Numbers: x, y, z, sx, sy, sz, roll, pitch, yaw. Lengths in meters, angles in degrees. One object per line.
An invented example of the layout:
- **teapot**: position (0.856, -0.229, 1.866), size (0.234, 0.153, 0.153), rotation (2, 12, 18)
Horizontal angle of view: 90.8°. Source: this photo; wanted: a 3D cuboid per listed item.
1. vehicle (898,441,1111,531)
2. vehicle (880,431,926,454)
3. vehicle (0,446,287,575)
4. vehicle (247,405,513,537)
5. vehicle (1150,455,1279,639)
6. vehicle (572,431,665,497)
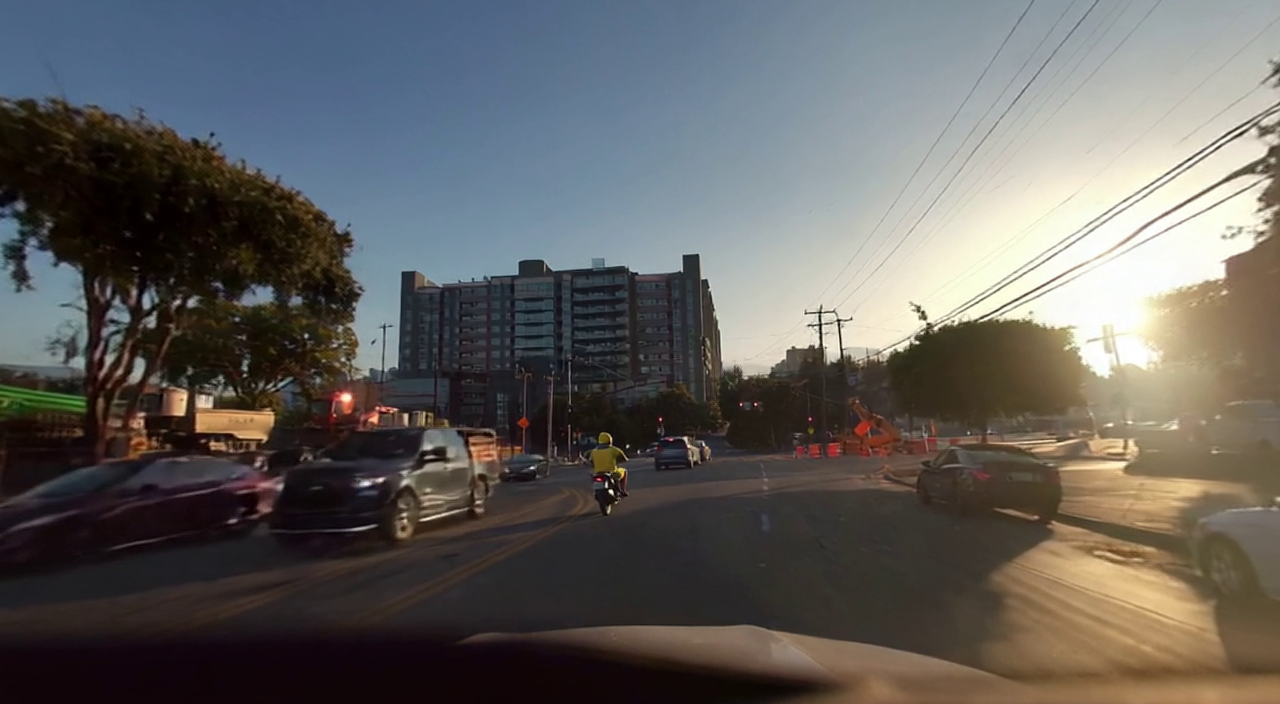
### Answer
- **vehicle**: position (6.940, 2.552, 12.740), size (1.973, 1.457, 4.522), rotation (-1, -8, 6)
- **vehicle**: position (20.540, 7.120, 49.572), size (1.918, 1.732, 4.650), rotation (-1, -8, 5)
- **vehicle**: position (-7.898, 2.163, 9.649), size (1.932, 1.429, 4.766), rotation (-1, -8, 5)
- **vehicle**: position (-4.460, 2.197, 12.356), size (2.222, 1.911, 5.988), rotation (-1, -8, 5)
- **vehicle**: position (5.942, 1.331, 4.043), size (1.891, 1.442, 4.560), rotation (-2, -13, 6)
- **vehicle**: position (-0.458, 3.076, 17.755), size (1.925, 1.602, 4.090), rotation (-1, -8, 8)
